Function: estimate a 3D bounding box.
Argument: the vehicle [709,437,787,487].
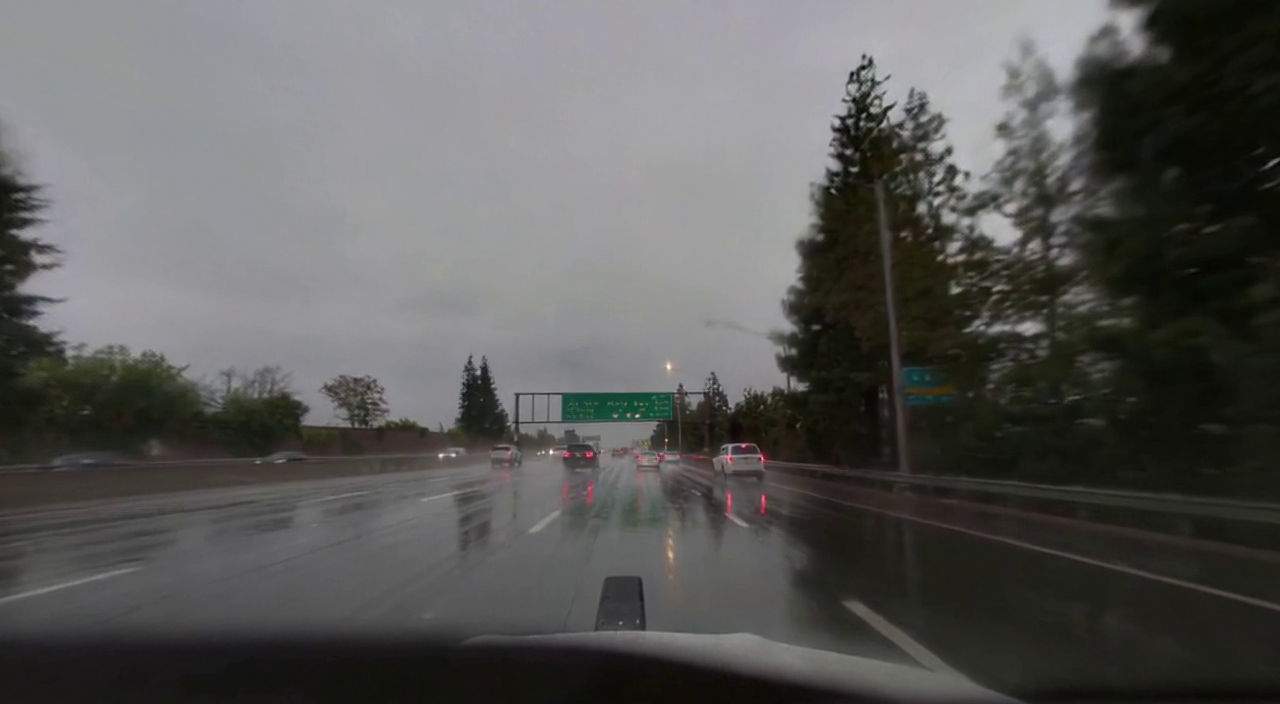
[{"bbox_3d":[4.127,4.314,25.020,2.218,1.776,4.807,0,-9,0],"label":"vehicle"}]

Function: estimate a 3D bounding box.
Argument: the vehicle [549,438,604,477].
[{"bbox_3d":[-3.343,5.696,34.255,2.449,1.929,5.503,0,-9,-1],"label":"vehicle"}]

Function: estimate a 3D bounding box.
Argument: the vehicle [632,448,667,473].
[{"bbox_3d":[0.604,6.975,40.789,2.126,1.529,4.438,0,-9,1],"label":"vehicle"}]
